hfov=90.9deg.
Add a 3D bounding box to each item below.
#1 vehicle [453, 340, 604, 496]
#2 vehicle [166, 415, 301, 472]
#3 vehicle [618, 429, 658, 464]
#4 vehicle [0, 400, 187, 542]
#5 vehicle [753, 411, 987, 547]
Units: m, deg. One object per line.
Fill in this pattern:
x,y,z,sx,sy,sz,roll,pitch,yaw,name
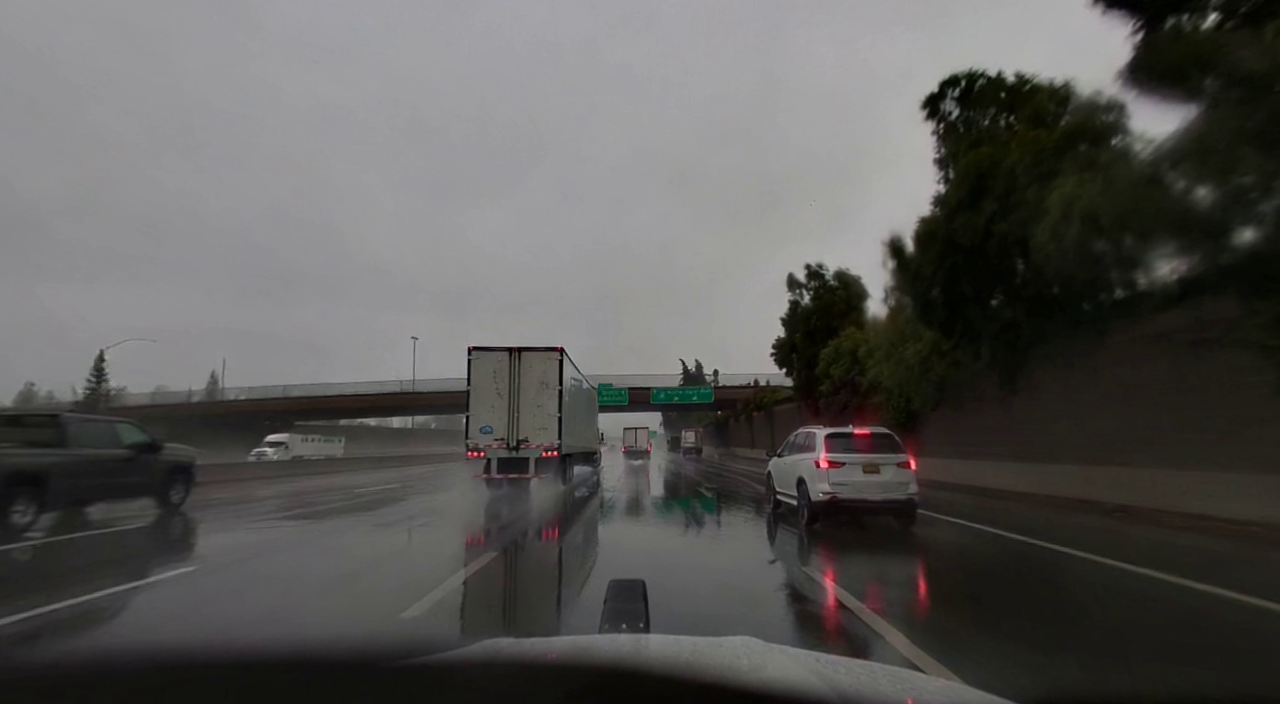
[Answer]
-3.361,2.870,24.464,2.869,4.108,15.564,0,-9,1,vehicle
-28.642,6.573,45.231,2.944,3.588,9.839,0,-9,1,vehicle
-0.118,7.240,48.310,2.848,2.453,5.509,0,-9,1,vehicle
-10.461,1.820,9.741,2.388,2.031,5.951,0,-9,1,vehicle
3.237,1.894,10.021,2.028,1.658,4.334,0,-9,-1,vehicle
